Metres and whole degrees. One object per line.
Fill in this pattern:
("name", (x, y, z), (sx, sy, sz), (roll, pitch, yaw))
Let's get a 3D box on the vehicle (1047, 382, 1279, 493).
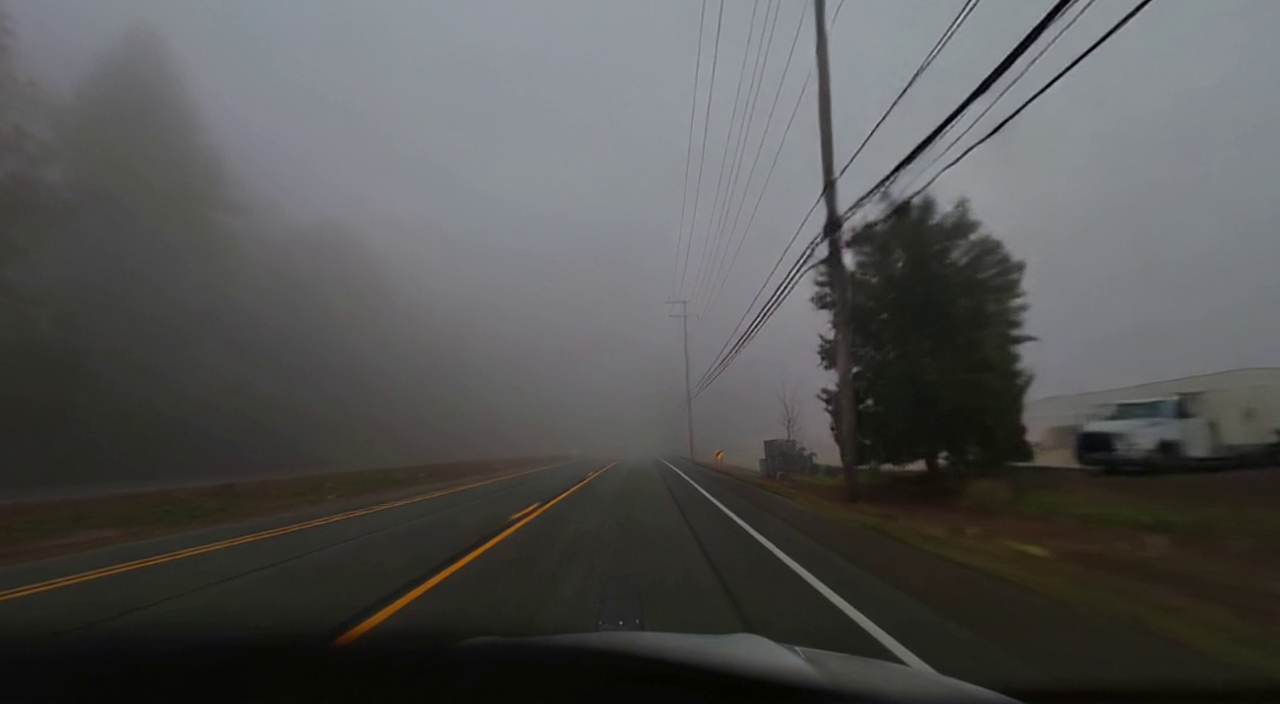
("vehicle", (15.504, 2.426, 17.936), (2.923, 2.494, 7.148), (-1, -8, -1))
